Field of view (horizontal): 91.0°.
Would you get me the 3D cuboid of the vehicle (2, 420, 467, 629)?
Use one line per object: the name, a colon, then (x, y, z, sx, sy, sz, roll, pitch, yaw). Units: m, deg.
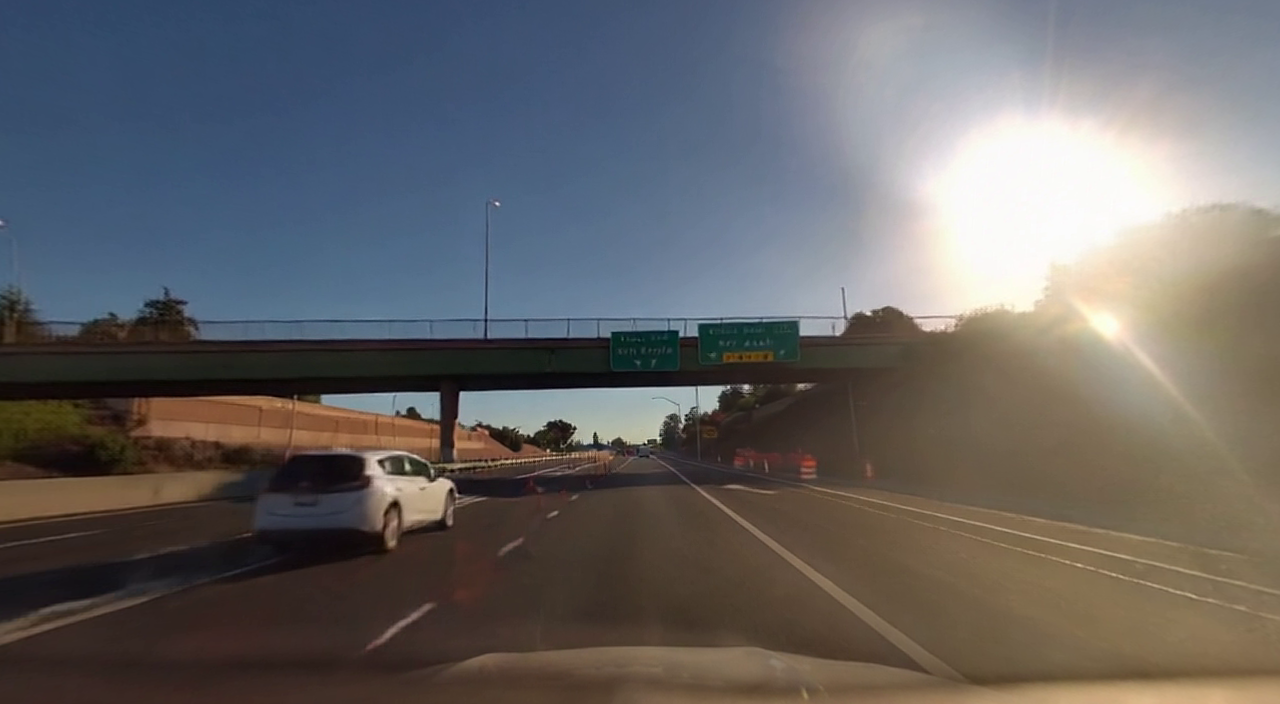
vehicle: (-3.785, 1.696, 7.354, 2.069, 1.560, 5.018, 0, -9, 0)
